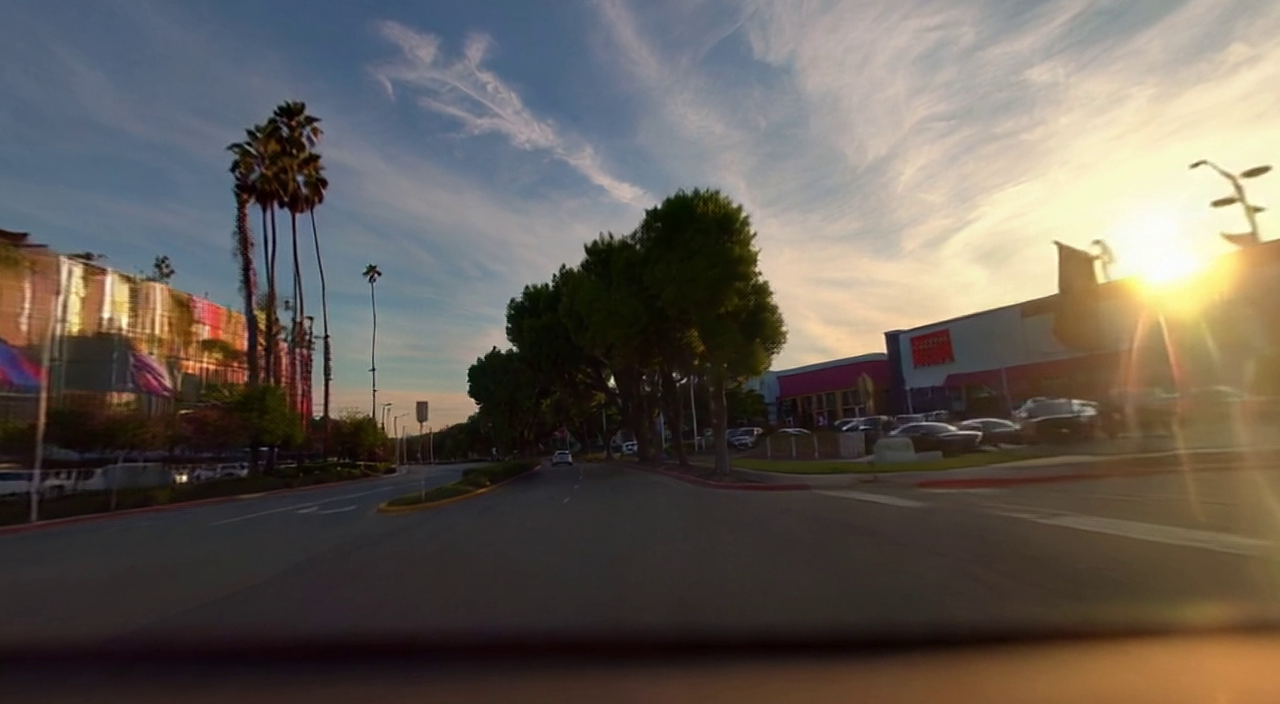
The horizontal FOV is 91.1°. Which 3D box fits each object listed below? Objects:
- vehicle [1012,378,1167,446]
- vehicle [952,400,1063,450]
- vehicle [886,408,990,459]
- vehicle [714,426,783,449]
[{"bbox_3d":[16.650,2.388,23.730,2.237,1.962,5.424,-9,-9,8],"label":"vehicle"},{"bbox_3d":[13.812,2.875,23.970,2.065,1.687,4.584,-2,-9,10],"label":"vehicle"},{"bbox_3d":[11.227,3.185,24.102,2.196,1.715,4.918,-2,-9,9],"label":"vehicle"},{"bbox_3d":[8.090,6.433,46.980,4.671,1.630,2.200,0,-9,-4],"label":"vehicle"}]
